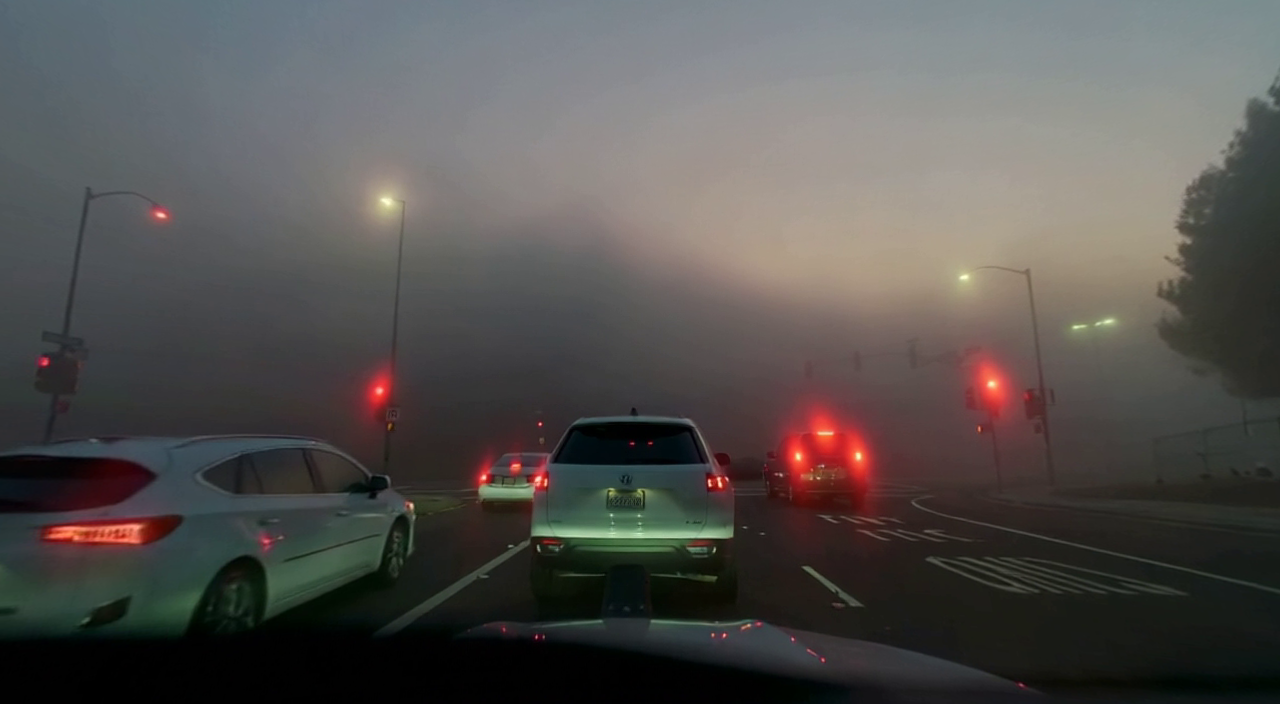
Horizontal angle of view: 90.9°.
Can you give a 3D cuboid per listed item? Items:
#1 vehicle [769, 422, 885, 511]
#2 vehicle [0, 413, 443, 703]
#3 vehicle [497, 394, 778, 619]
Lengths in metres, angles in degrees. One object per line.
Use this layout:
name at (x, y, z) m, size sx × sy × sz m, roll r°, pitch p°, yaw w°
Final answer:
vehicle at (4.812, 2.994, 16.921) m, size 2.084 × 2.053 × 4.073 m, roll -1°, pitch -8°, yaw 4°
vehicle at (-3.322, 1.333, 5.088) m, size 1.913 × 1.453 × 4.413 m, roll 0°, pitch -8°, yaw 2°
vehicle at (-0.041, 1.529, 7.183) m, size 2.203 × 1.757 × 4.286 m, roll 0°, pitch -8°, yaw -1°
